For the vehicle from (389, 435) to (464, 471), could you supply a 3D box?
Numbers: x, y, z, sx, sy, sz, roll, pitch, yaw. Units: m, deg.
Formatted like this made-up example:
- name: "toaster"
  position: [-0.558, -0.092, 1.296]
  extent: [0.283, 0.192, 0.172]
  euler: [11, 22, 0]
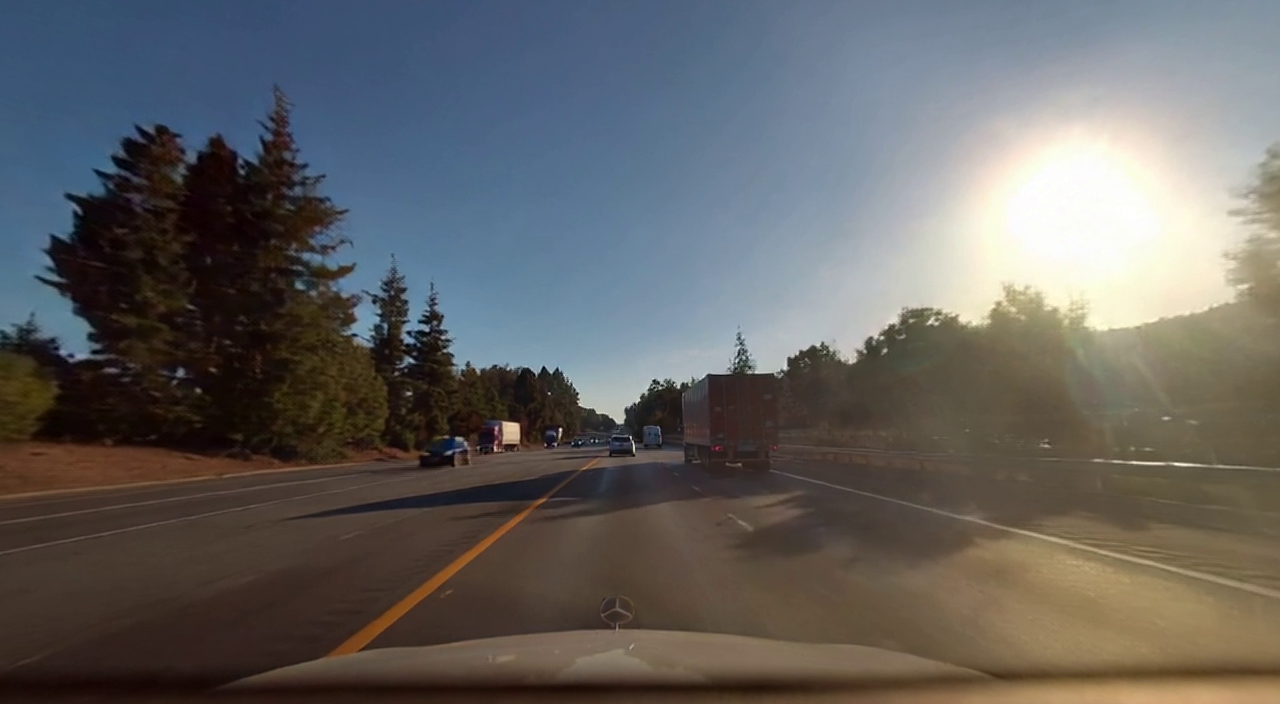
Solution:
- name: "vehicle"
  position: [-9.602, 4.561, 28.739]
  extent: [1.910, 1.492, 4.302]
  euler: [0, -8, -1]

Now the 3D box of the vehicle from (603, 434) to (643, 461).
- name: "vehicle"
  position: [-1.009, 5.630, 37.431]
  extent: [2.259, 1.466, 3.693]
  euler: [0, -8, -1]

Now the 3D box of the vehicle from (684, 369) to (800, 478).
- name: "vehicle"
  position: [3.616, 2.860, 24.728]
  extent: [2.921, 3.526, 8.207]
  euler: [0, -8, -2]
